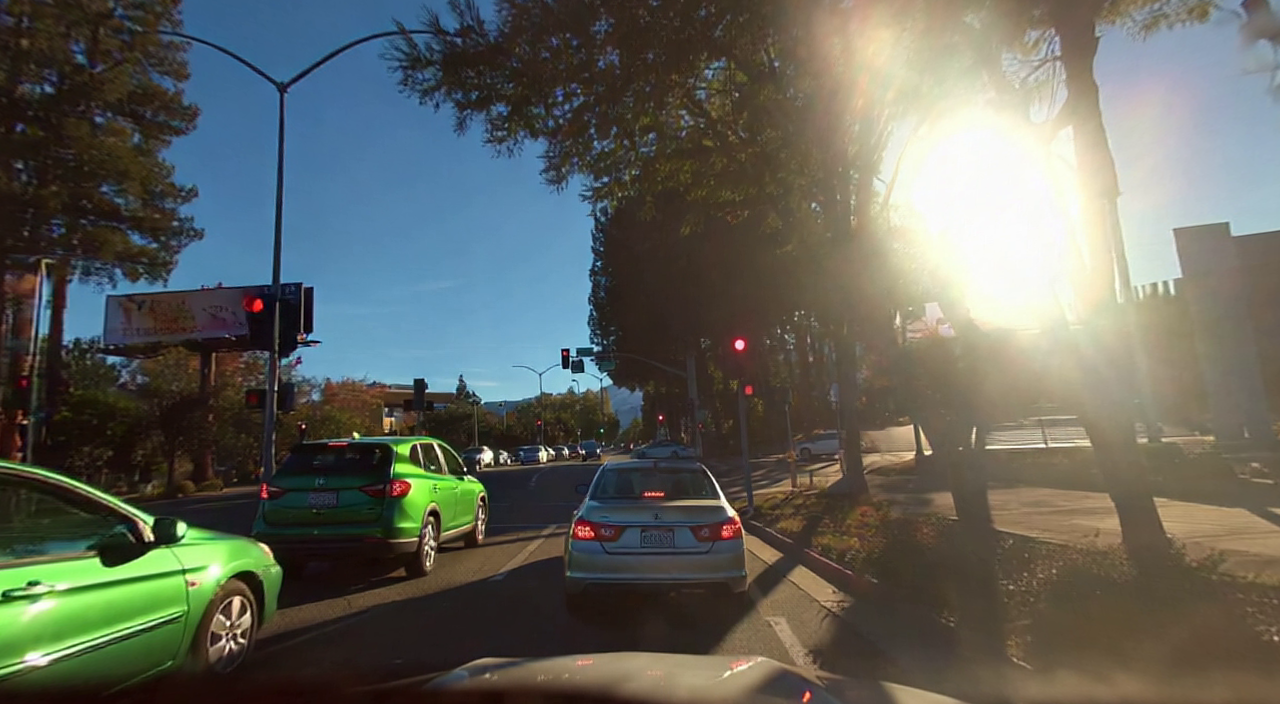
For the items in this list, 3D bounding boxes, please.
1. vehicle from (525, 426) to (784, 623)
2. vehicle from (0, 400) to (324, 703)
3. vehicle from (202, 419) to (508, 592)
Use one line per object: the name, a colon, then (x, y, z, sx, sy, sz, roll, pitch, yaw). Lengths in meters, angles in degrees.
vehicle: (0.046, 1.585, 6.621, 1.977, 1.467, 3.474, 0, -9, -2)
vehicle: (-3.146, 0.975, 2.415, 1.808, 1.520, 3.846, -1, -9, 1)
vehicle: (-3.164, 1.790, 8.132, 1.950, 1.628, 4.082, -1, -9, 1)
